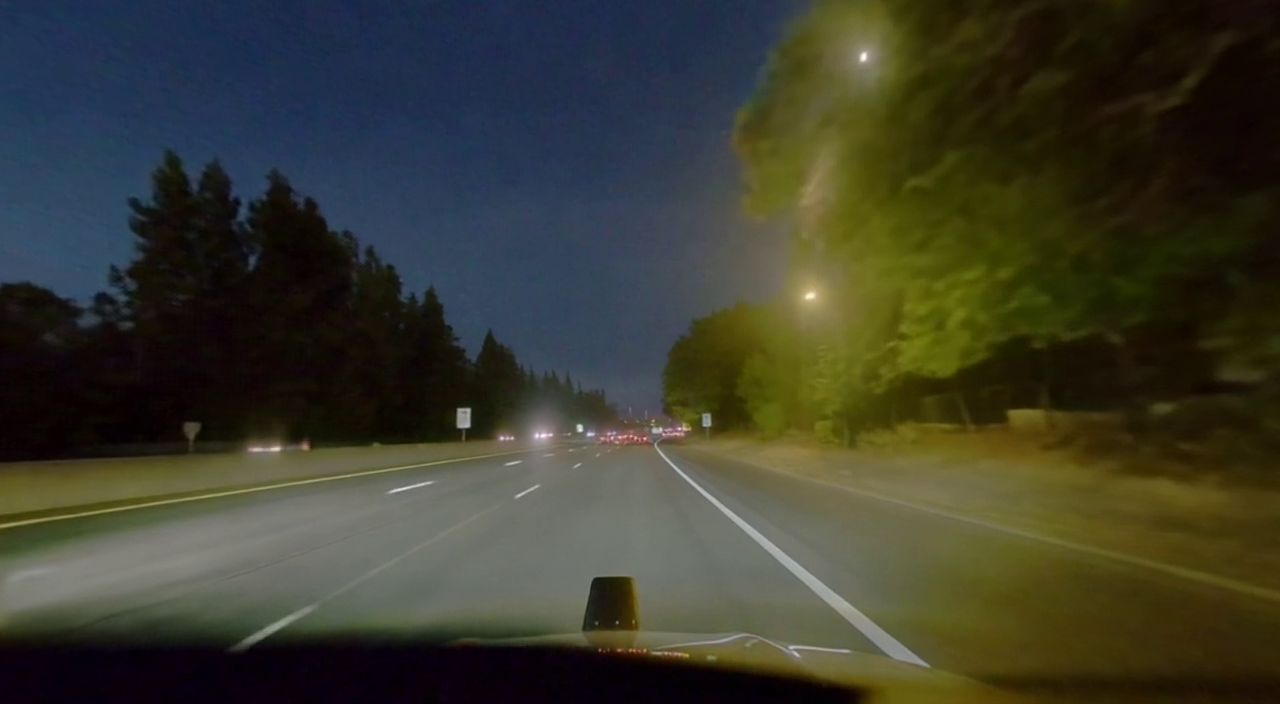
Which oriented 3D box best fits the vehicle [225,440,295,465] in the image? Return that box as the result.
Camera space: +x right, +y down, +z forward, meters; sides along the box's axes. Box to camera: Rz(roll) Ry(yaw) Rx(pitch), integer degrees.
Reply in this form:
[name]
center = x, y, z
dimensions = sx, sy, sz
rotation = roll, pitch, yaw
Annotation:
[vehicle]
center = -23.265, 6.120, 38.719
dimensions = 1.772, 1.430, 4.002
rotation = 0, -7, 0
